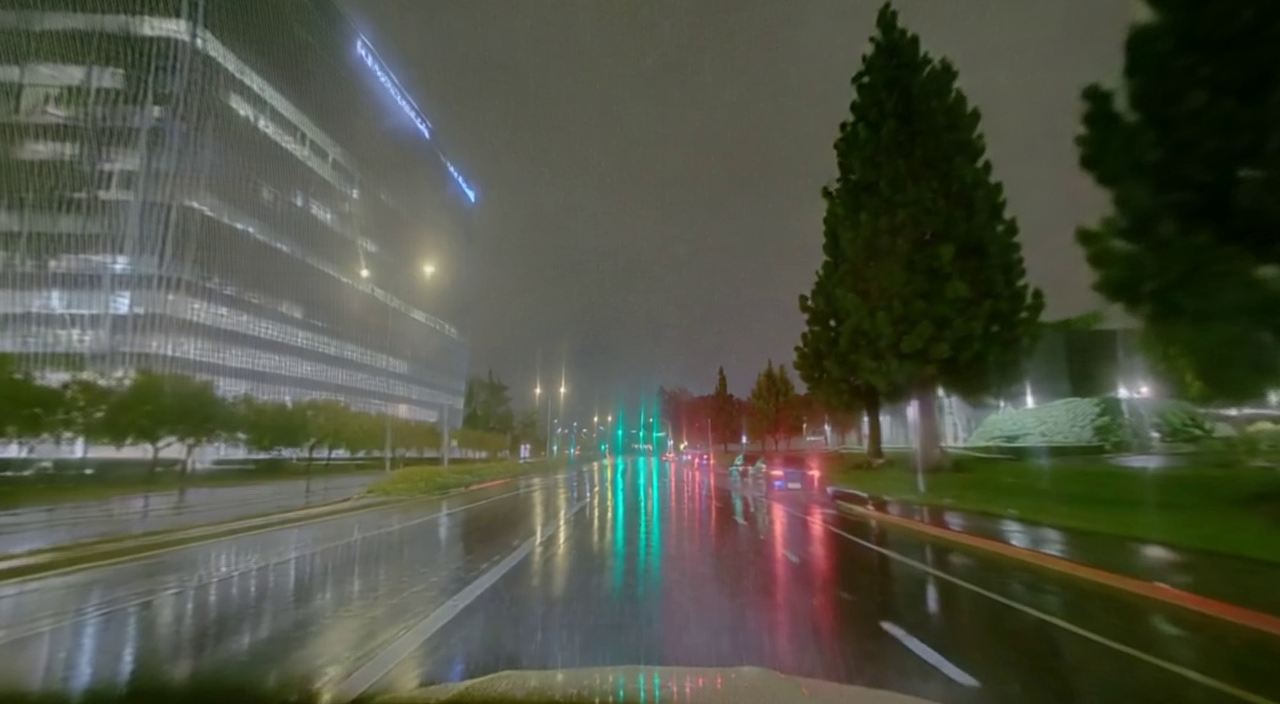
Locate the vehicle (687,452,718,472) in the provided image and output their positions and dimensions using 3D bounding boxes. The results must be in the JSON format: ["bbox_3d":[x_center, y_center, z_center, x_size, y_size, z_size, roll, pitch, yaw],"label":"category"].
[{"bbox_3d":[4.844,8.580,49.264,1.872,1.420,4.201,0,-8,-1],"label":"vehicle"}]

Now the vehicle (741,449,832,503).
[{"bbox_3d":[4.654,3.979,20.741,1.909,1.503,4.368,0,-8,0],"label":"vehicle"}]
